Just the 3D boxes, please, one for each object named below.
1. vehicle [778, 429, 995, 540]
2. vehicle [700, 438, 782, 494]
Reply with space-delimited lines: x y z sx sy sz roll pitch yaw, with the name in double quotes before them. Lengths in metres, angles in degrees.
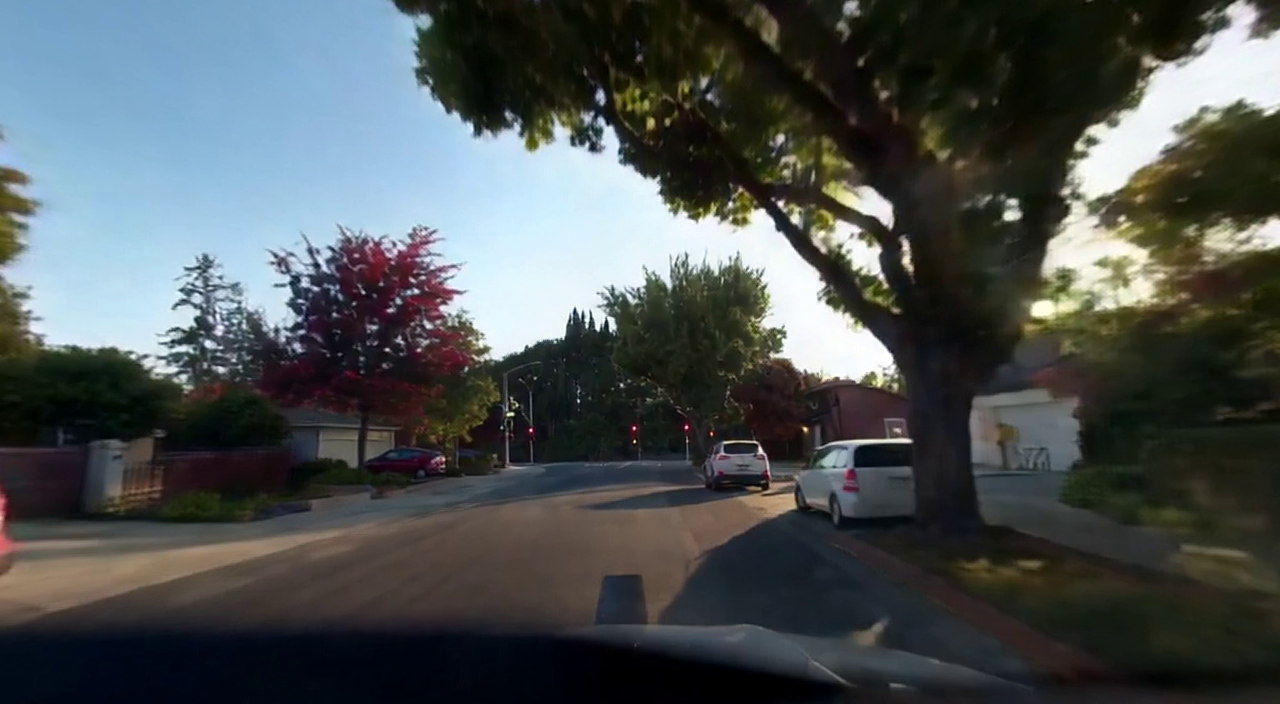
"vehicle" 4.084 2.271 11.537 2.043 1.585 4.687 0 -8 0
"vehicle" 3.156 3.661 20.715 2.037 1.595 4.536 0 -8 1
